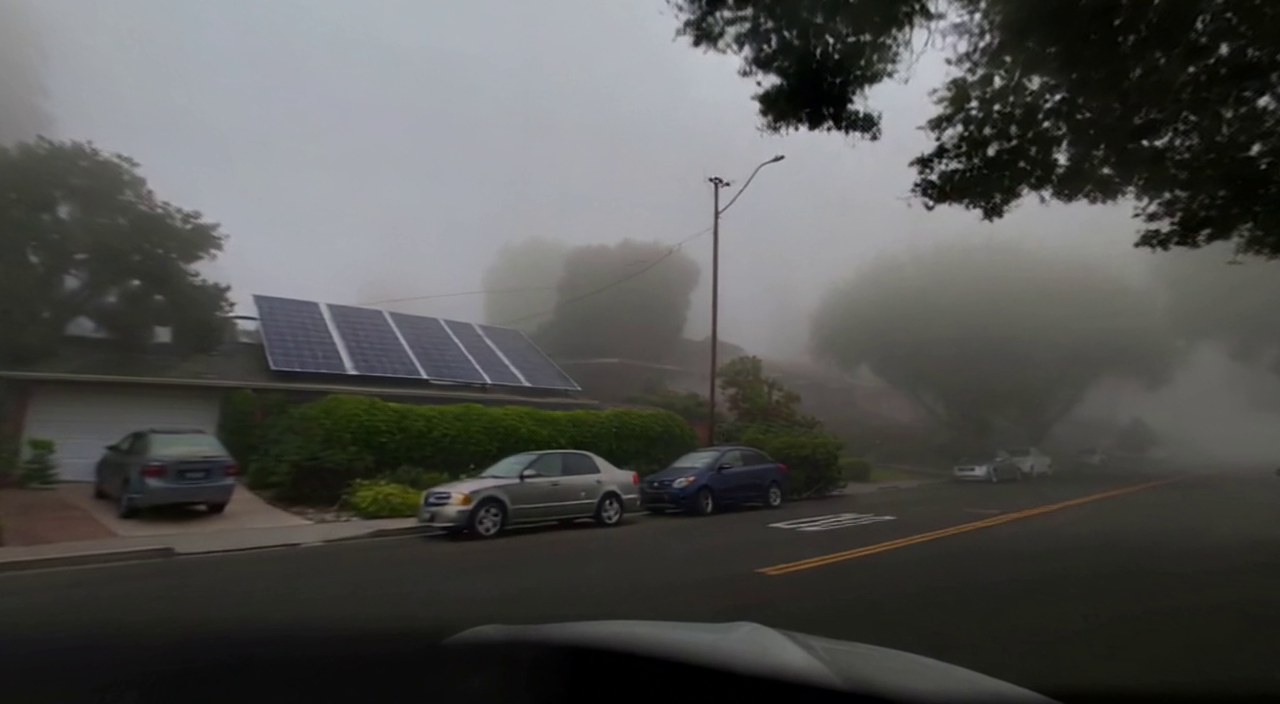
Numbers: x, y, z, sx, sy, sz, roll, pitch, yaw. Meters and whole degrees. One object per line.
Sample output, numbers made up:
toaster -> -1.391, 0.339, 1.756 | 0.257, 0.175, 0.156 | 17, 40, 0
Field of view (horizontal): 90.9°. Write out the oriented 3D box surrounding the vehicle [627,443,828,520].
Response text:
vehicle -> 2.065, 2.755, 13.950 | 4.601, 1.406, 1.848 | 7, -13, -42

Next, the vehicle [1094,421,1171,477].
vehicle -> 35.497, 6.924, 45.278 | 8.004, 3.648, 2.896 | 7, -11, -43

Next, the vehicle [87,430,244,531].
vehicle -> -8.602, 2.170, 11.308 | 1.876, 1.476, 3.484 | 7, -10, -41

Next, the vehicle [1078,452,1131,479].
vehicle -> 29.037, 7.033, 39.324 | 4.068, 1.470, 1.921 | 8, -11, -44

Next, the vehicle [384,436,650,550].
vehicle -> -1.860, 2.214, 10.323 | 3.838, 1.488, 1.805 | 10, -13, -42

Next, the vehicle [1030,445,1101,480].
vehicle -> 21.669, 5.634, 31.988 | 4.483, 1.563, 1.818 | 11, -15, -41

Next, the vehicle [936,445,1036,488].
vehicle -> 13.493, 4.440, 24.453 | 4.676, 1.472, 1.901 | 9, -16, -43
